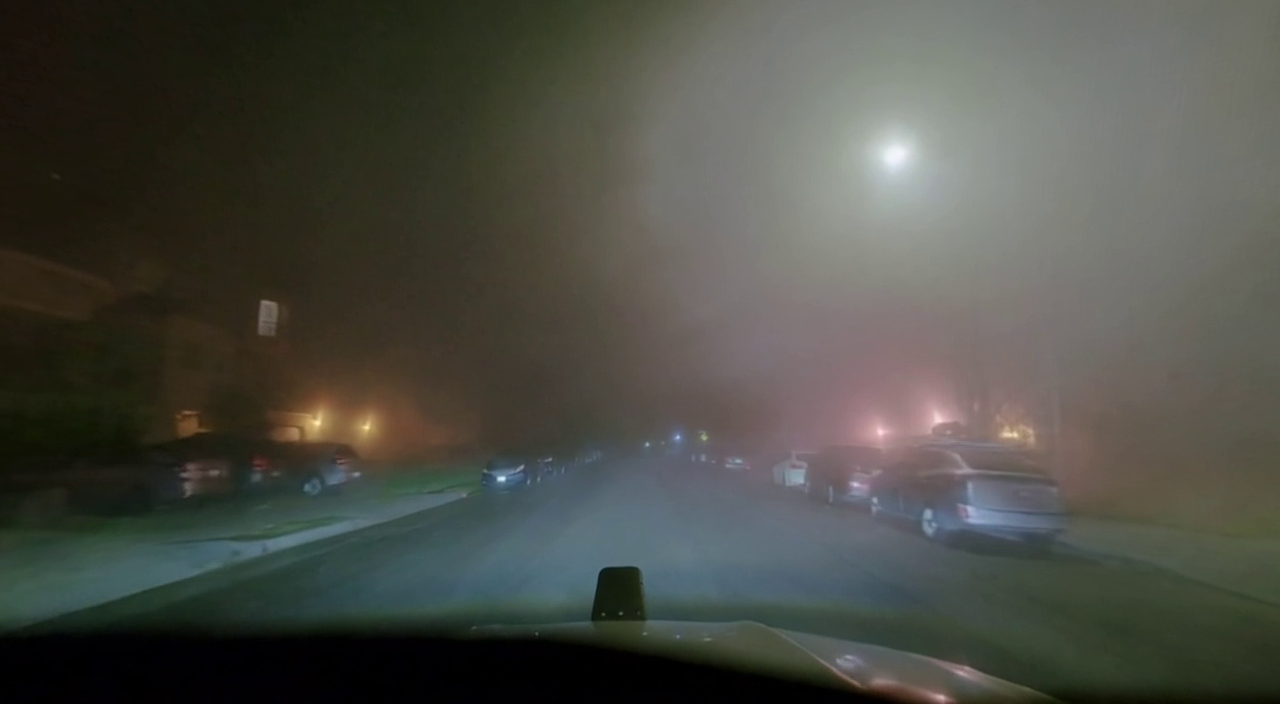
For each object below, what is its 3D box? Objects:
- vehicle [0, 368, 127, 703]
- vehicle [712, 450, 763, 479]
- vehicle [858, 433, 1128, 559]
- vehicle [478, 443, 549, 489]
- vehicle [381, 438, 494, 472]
[{"bbox_3d":[-4.944,0.895,1.578,2.394,2.089,5.951,-4,-9,0],"label":"vehicle"},{"bbox_3d":[5.162,5.997,34.010,1.847,1.448,4.162,0,-9,-3],"label":"vehicle"},{"bbox_3d":[5.215,2.158,10.183,1.826,1.566,4.307,0,-9,0],"label":"vehicle"},{"bbox_3d":[-4.681,4.293,23.927,1.983,1.579,3.879,0,-9,-2],"label":"vehicle"},{"bbox_3d":[-11.606,5.931,36.469,5.755,1.869,2.194,0,-8,-1],"label":"vehicle"}]
